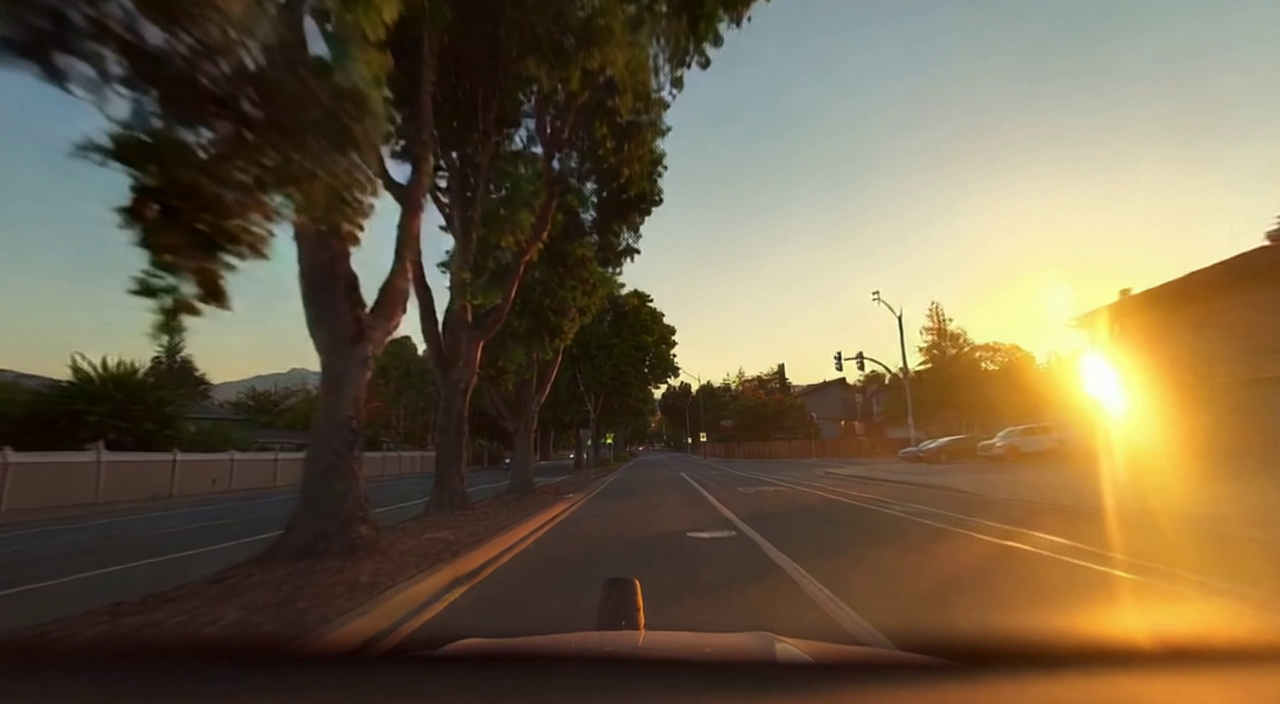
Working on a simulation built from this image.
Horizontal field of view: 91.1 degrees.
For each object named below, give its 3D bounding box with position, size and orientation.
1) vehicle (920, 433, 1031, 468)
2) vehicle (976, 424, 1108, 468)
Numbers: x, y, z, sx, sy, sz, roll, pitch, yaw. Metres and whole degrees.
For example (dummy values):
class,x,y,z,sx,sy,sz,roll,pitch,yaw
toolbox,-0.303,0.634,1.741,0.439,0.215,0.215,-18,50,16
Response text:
class,x,y,z,sx,sy,sz,roll,pitch,yaw
vehicle,18.190,5.344,34.139,4.868,1.768,2.030,0,-8,-3
vehicle,18.385,4.301,28.878,4.611,1.920,2.043,0,-8,-2
